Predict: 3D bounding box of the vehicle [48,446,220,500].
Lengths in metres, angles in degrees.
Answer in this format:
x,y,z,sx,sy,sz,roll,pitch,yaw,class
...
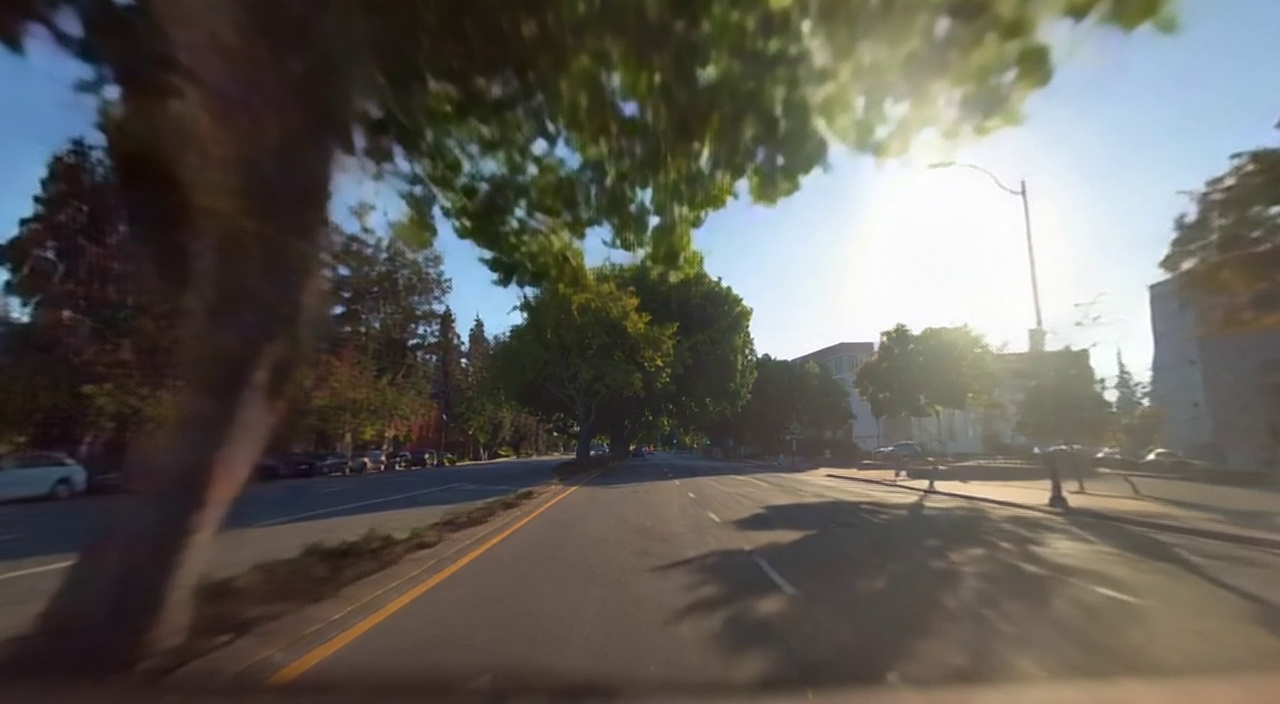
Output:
x,y,z,sx,sy,sz,roll,pitch,yaw,class
-18.013,4.282,22.858,2.200,1.730,4.886,0,-8,-1,vehicle

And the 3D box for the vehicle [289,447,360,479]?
x,y,z,sx,sy,sz,roll,pitch,yaw,class
-17.950,6.303,36.063,1.952,1.649,4.414,0,-8,-3,vehicle

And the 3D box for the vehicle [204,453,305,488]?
x,y,z,sx,sy,sz,roll,pitch,yaw,class
-17.990,5.516,29.699,1.839,1.456,4.507,0,-8,0,vehicle

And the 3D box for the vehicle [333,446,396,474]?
x,y,z,sx,sy,sz,roll,pitch,yaw,class
-18.068,7.102,41.635,2.115,1.716,4.900,0,-8,-2,vehicle
